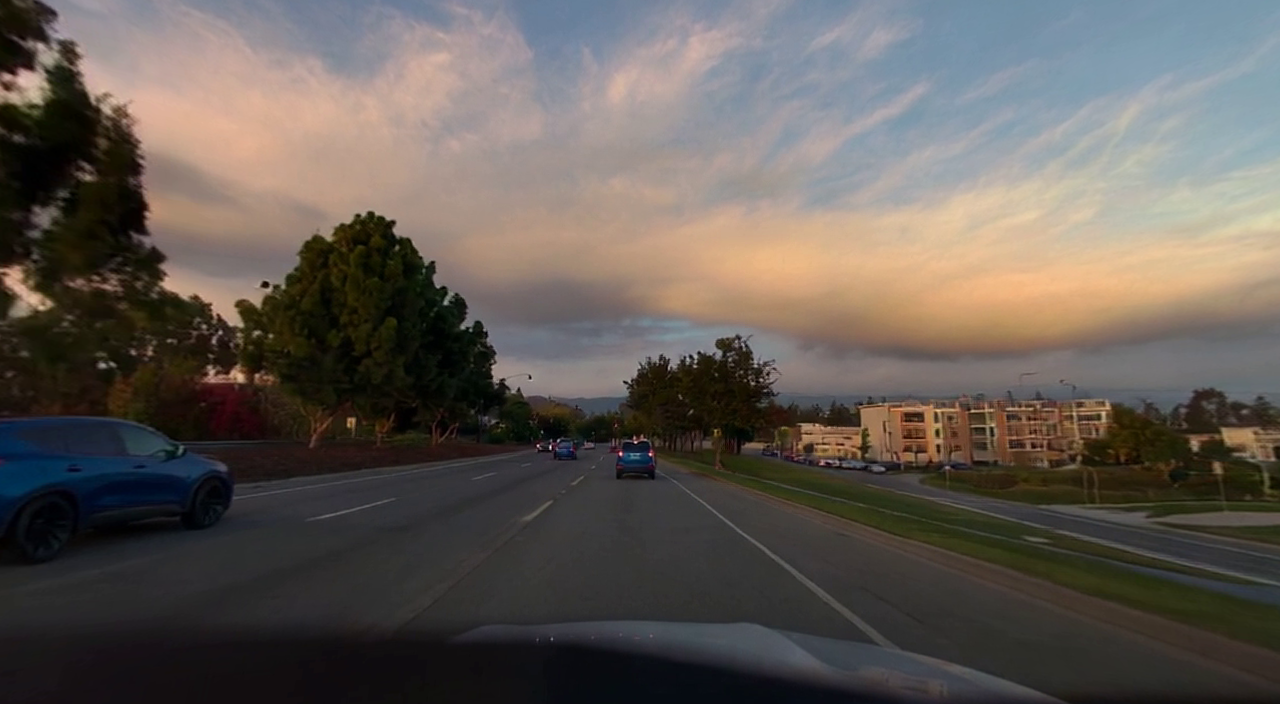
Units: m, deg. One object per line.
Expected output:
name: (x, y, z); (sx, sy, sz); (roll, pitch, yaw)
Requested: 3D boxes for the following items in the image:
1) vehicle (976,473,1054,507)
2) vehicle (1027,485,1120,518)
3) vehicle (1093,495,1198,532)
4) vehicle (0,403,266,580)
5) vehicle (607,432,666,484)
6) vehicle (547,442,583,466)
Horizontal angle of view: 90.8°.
vehicle: (26.564, 9.749, 44.962); (1.858, 1.849, 4.942); (1, -7, -11)
vehicle: (27.209, 9.390, 39.881); (1.874, 1.577, 4.877); (2, -8, -9)
vehicle: (27.879, 8.903, 35.054); (1.845, 1.533, 4.455); (1, -8, -6)
vehicle: (-7.034, 1.564, 7.632); (1.997, 1.650, 5.090); (0, -8, -1)
vehicle: (-0.129, 4.127, 24.920); (2.125, 1.830, 4.370); (0, -8, 0)
vehicle: (-5.226, 7.142, 44.538); (2.123, 1.592, 4.505); (0, -8, -1)
